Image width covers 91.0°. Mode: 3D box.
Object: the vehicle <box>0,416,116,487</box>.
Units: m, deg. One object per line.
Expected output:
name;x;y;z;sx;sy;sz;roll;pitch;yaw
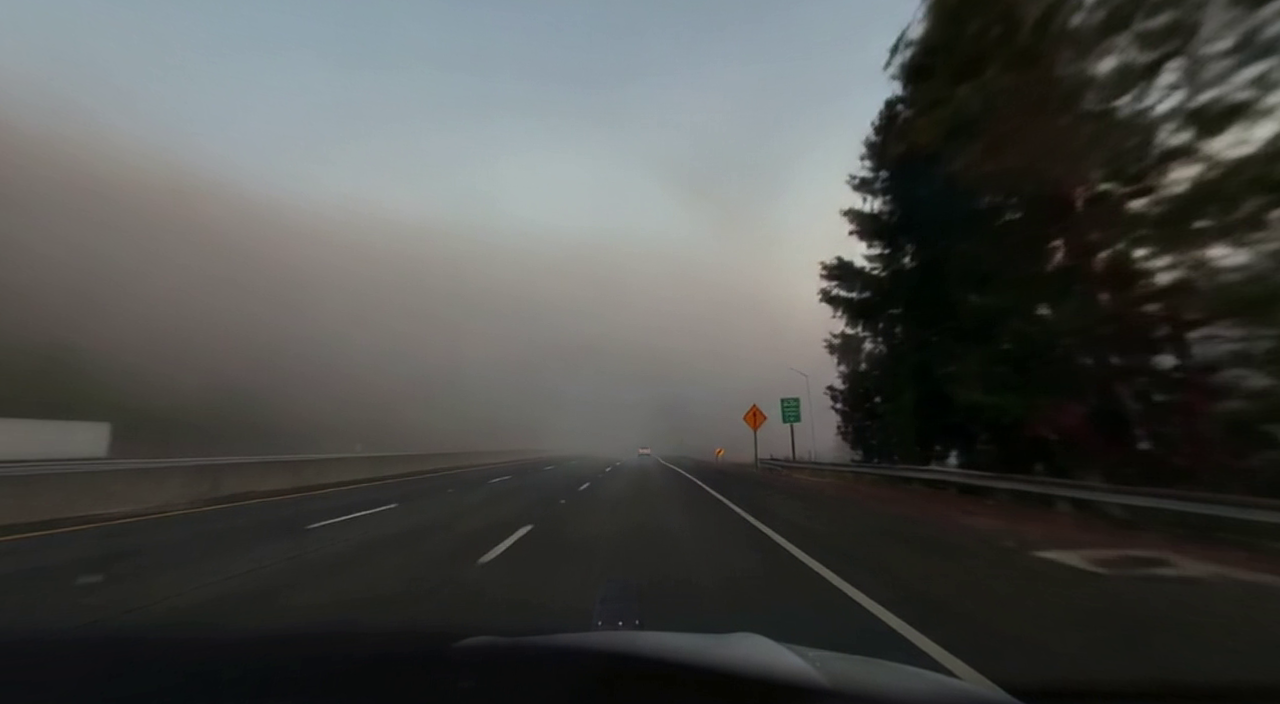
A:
vehicle;-39.311;5.841;37.038;2.963;4.145;16.363;0;-9;0
